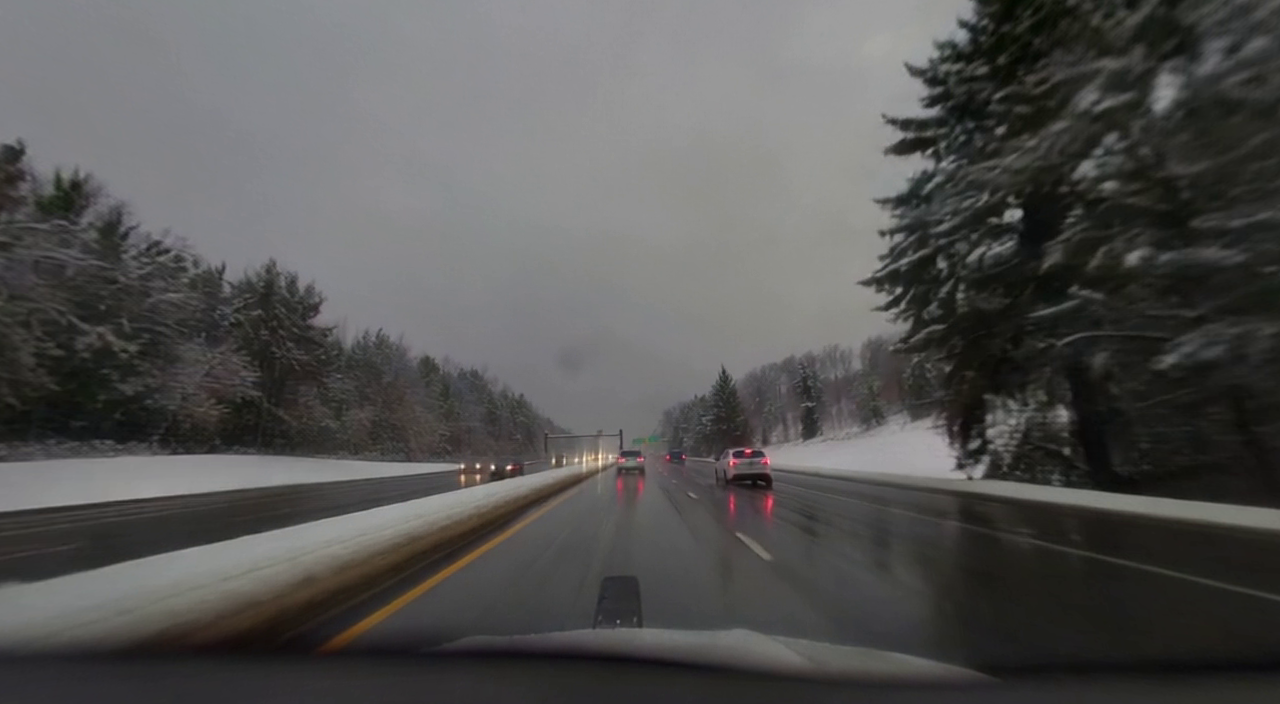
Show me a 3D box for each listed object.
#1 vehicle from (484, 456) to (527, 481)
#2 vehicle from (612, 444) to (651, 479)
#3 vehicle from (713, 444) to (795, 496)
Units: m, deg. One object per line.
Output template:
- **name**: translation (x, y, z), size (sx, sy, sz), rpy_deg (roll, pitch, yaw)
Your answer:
- **vehicle**: translation (-9.309, 8.107, 43.858), size (1.935, 1.532, 4.629), rpy_deg (-1, -9, 1)
- **vehicle**: translation (-0.427, 5.783, 33.280), size (1.937, 1.699, 3.936), rpy_deg (-1, -9, 0)
- **vehicle**: translation (3.623, 3.824, 20.724), size (1.843, 1.505, 4.339), rpy_deg (0, -9, -1)
